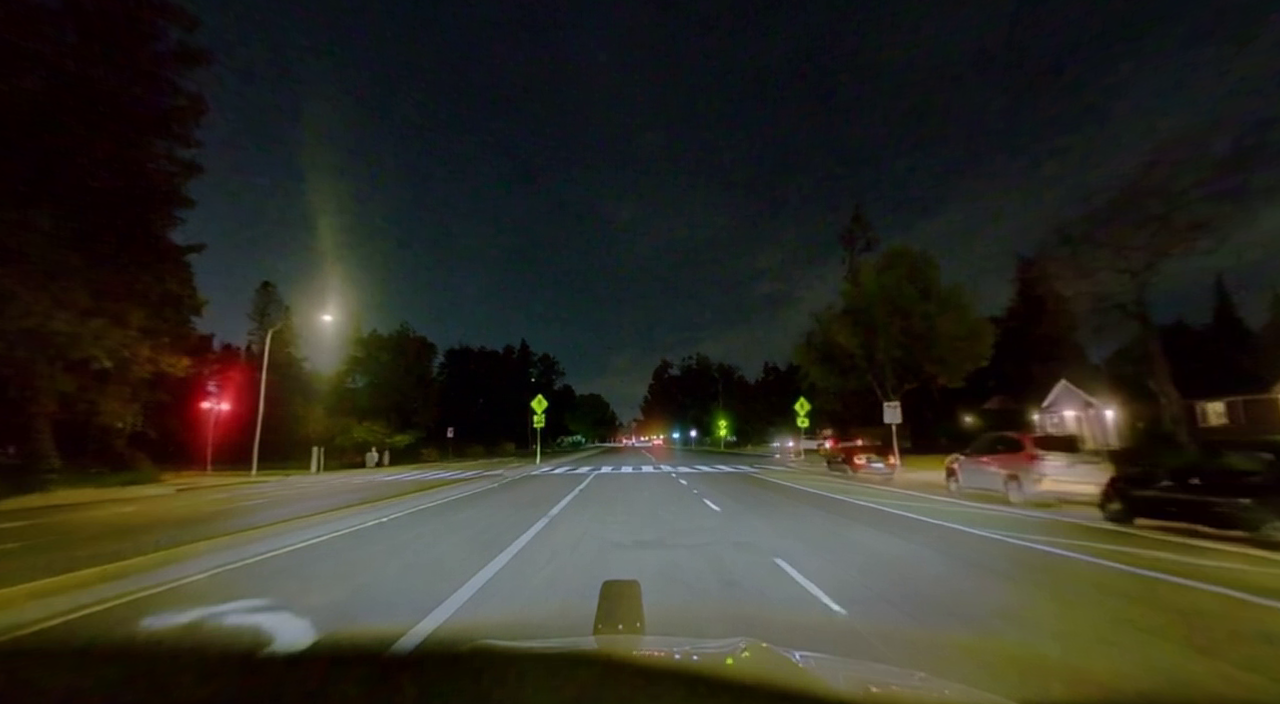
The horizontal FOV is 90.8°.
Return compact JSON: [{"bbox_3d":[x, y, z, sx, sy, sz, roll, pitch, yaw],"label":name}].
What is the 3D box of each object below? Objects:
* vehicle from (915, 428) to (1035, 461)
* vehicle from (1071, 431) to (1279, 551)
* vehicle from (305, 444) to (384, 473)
[{"bbox_3d":[16.171,4.498,30.735,4.719,1.513,1.899,-2,-8,10],"label":"vehicle"},{"bbox_3d":[8.751,1.874,8.943,1.925,1.454,4.493,0,-8,-3],"label":"vehicle"},{"bbox_3d":[-20.501,7.379,43.977,4.534,1.724,1.952,-3,-8,1],"label":"vehicle"}]
